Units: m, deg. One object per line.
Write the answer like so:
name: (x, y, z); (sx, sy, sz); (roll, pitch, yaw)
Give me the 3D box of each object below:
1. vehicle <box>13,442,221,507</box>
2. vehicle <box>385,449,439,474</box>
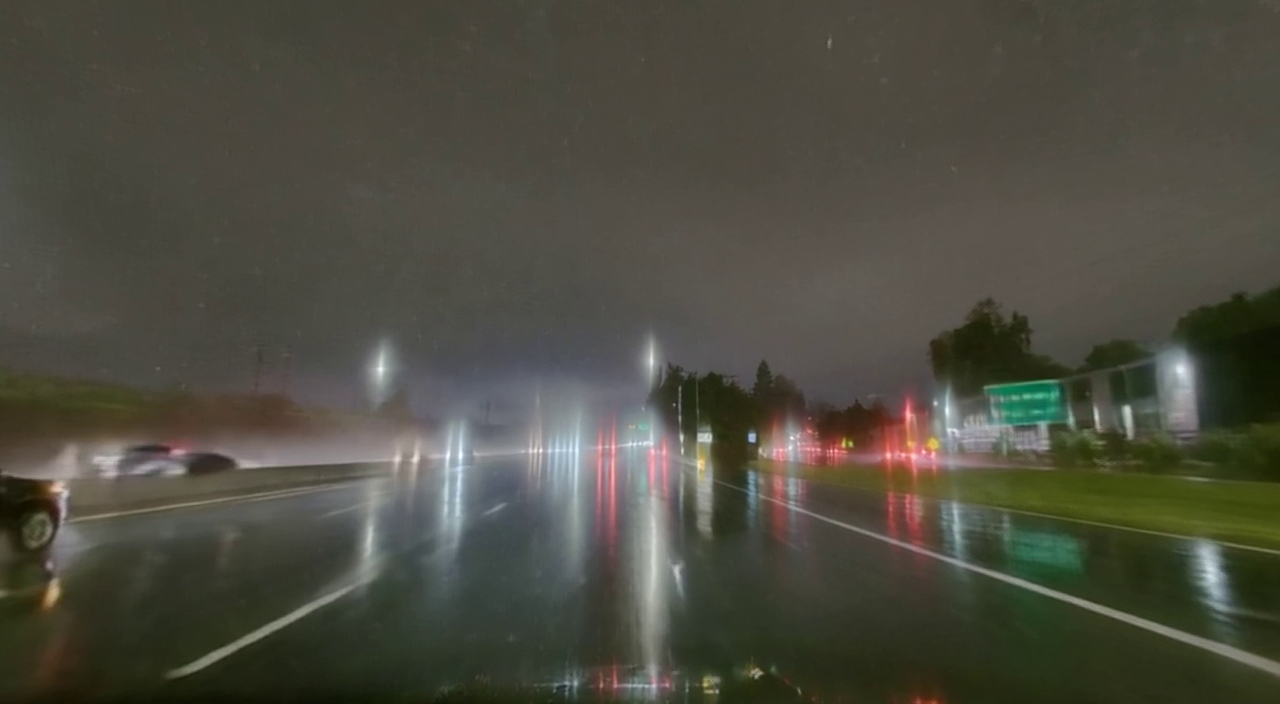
vehicle: (-13.496, 3.148, 16.741); (1.903, 1.484, 4.320); (0, -9, -2)
vehicle: (-14.523, 6.991, 40.523); (1.875, 1.464, 4.405); (0, -9, -1)
